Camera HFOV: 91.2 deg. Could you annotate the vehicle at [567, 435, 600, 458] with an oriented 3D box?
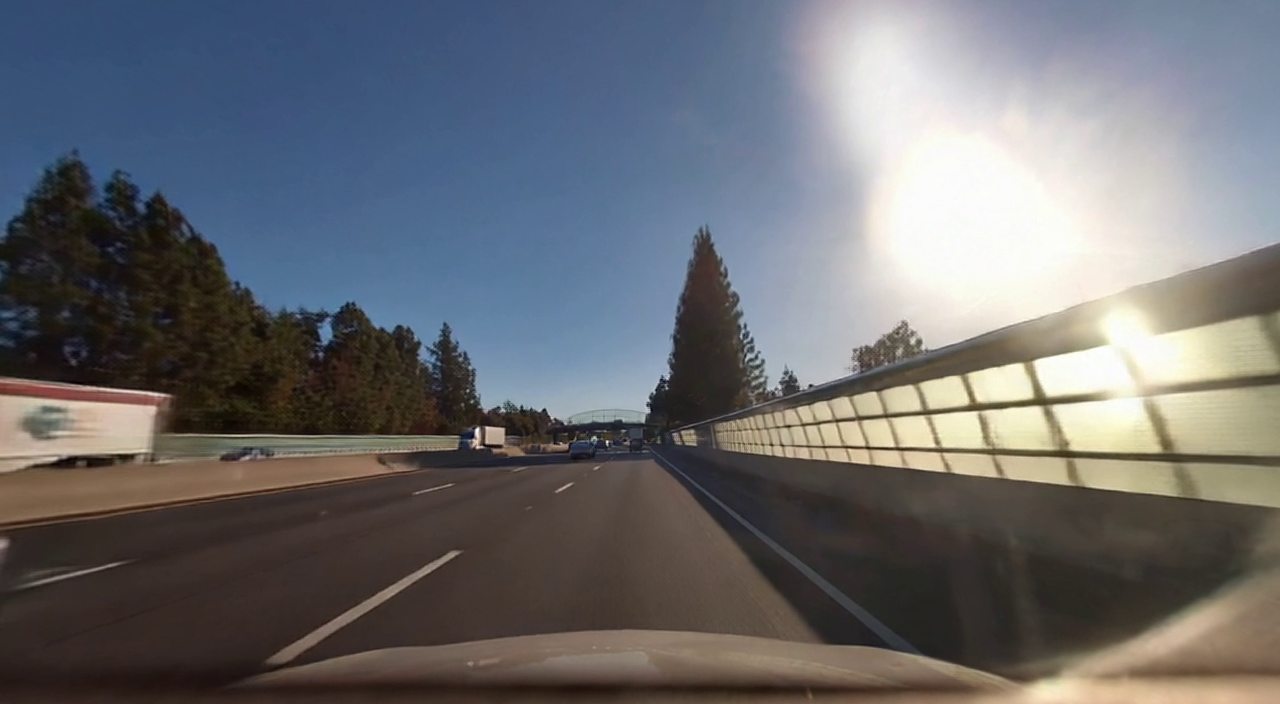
[{"bbox_3d":[-4.110,6.985,46.372,2.063,1.598,4.189,0,-8,1],"label":"vehicle"}]
